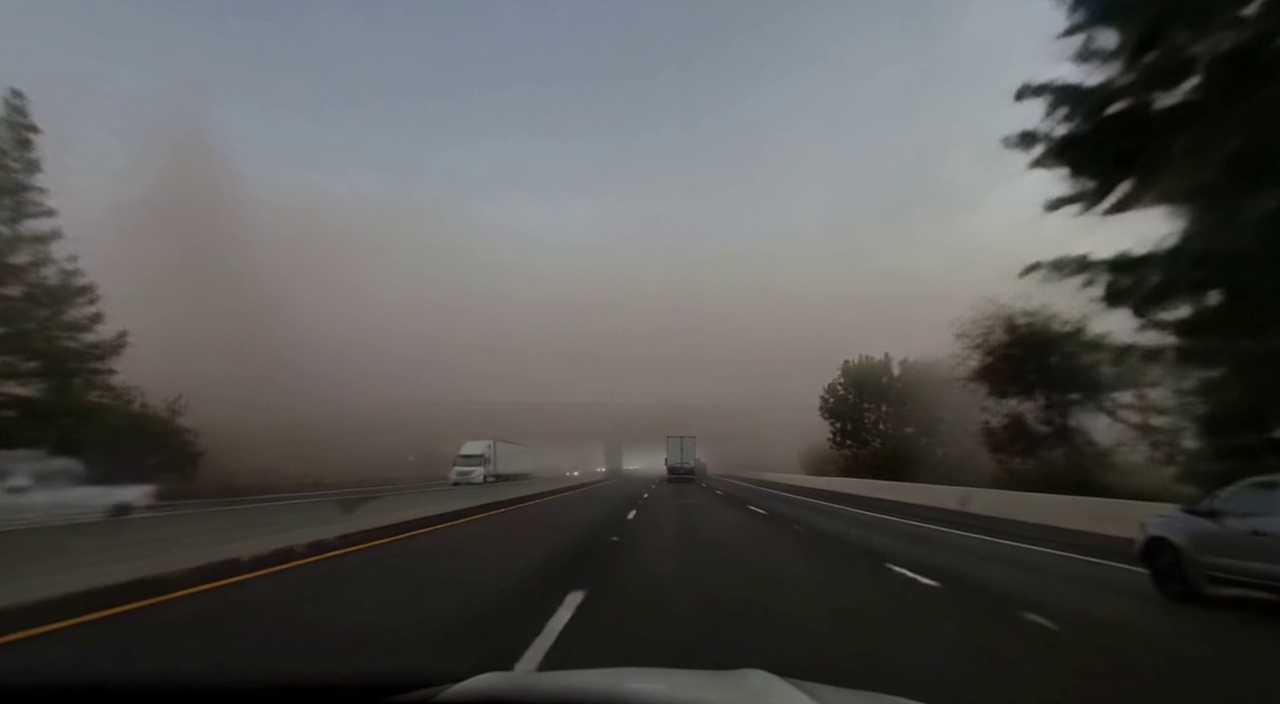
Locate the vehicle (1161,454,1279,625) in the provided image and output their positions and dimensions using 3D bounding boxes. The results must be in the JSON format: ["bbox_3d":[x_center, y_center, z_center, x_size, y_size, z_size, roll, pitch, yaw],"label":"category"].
[{"bbox_3d":[6.627,1.482,4.590,1.949,1.468,4.145,1,-10,-3],"label":"vehicle"}]
